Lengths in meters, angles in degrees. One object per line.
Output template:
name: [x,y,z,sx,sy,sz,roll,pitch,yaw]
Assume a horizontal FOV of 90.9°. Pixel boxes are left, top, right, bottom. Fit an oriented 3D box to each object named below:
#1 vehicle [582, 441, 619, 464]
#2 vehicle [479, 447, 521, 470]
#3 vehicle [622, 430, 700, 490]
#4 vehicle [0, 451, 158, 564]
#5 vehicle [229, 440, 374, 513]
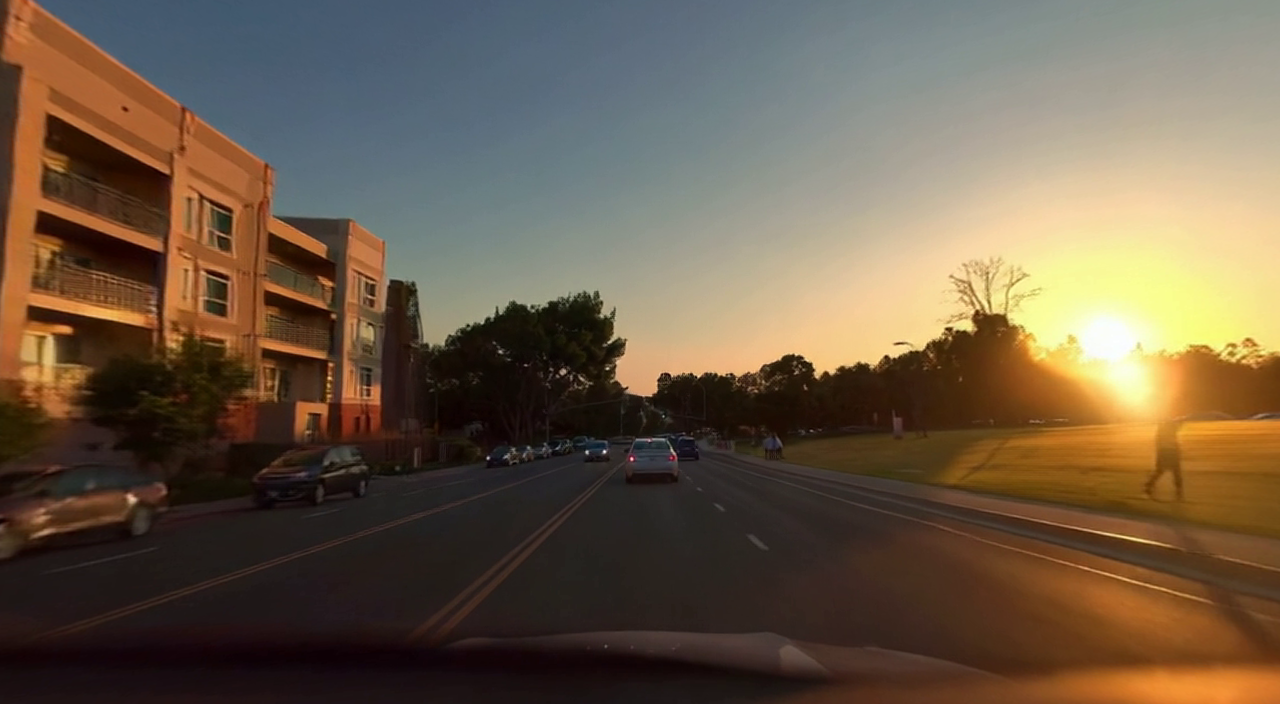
vehicle: [-2.565,6.629,41.734,2.104,1.455,4.199,-1,-9,2]
vehicle: [-10.035,7.638,45.449,1.839,1.474,4.694,-1,-9,1]
vehicle: [0.596,3.261,19.281,2.132,1.632,3.838,0,-8,0]
vehicle: [-10.390,2.513,10.252,1.932,1.607,4.191,-4,-8,-2]
vehicle: [-10.206,3.728,19.507,2.032,1.833,4.465,-3,-8,0]
